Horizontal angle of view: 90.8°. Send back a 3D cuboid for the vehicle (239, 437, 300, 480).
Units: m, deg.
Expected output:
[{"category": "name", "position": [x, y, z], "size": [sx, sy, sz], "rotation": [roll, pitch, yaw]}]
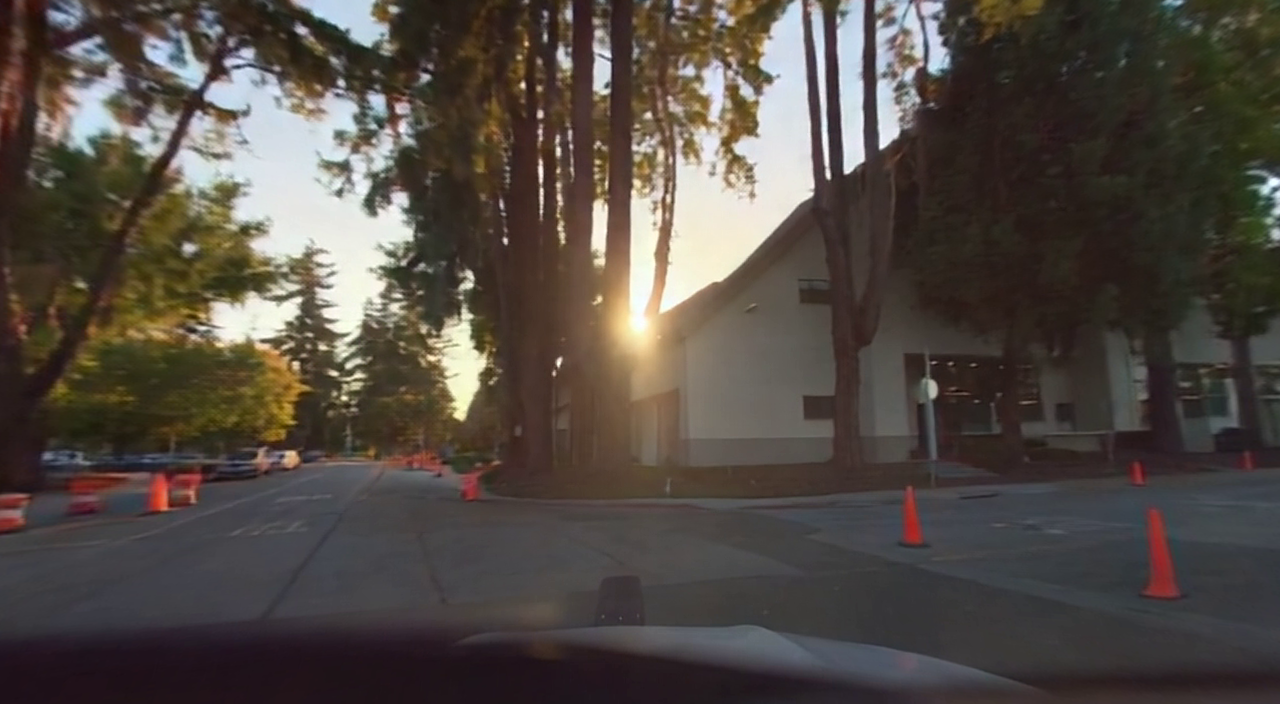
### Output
[{"category": "vehicle", "position": [-27.994, 8.002, 48.073], "size": [2.510, 2.889, 6.493], "rotation": [1, -7, -17]}]
